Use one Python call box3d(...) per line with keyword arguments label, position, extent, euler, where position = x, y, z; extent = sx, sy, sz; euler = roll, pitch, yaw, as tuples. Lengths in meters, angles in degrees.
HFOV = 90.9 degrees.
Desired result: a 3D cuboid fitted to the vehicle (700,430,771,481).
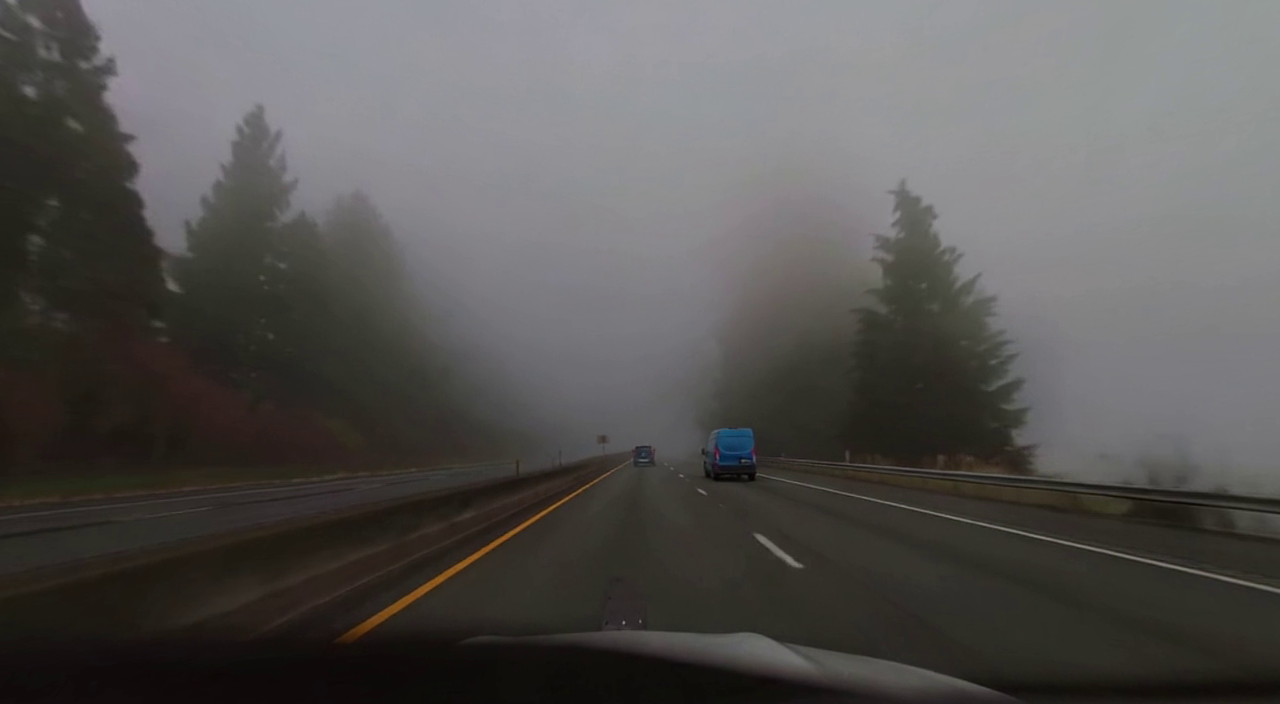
box3d(label="vehicle", position=(4.194, 4.647, 28.446), extent=(2.371, 2.045, 4.768), euler=(0, -9, -1))
